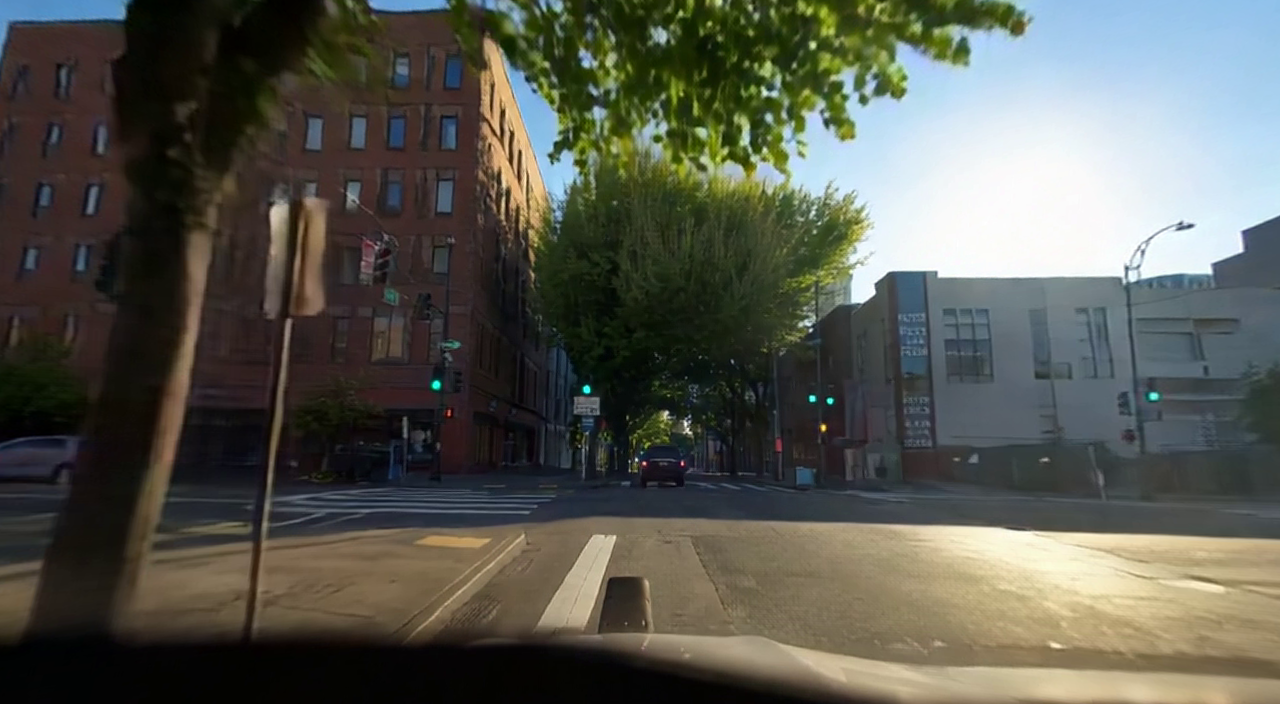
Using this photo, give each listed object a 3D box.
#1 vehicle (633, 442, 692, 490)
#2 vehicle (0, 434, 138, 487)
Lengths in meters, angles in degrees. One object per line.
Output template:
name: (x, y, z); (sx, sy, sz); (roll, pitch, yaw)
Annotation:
vehicle: (0.817, 4.314, 24.243); (2.079, 1.621, 3.861); (-1, -8, 0)
vehicle: (-19.640, 3.496, 20.462); (4.784, 1.599, 2.184); (0, -8, 0)
